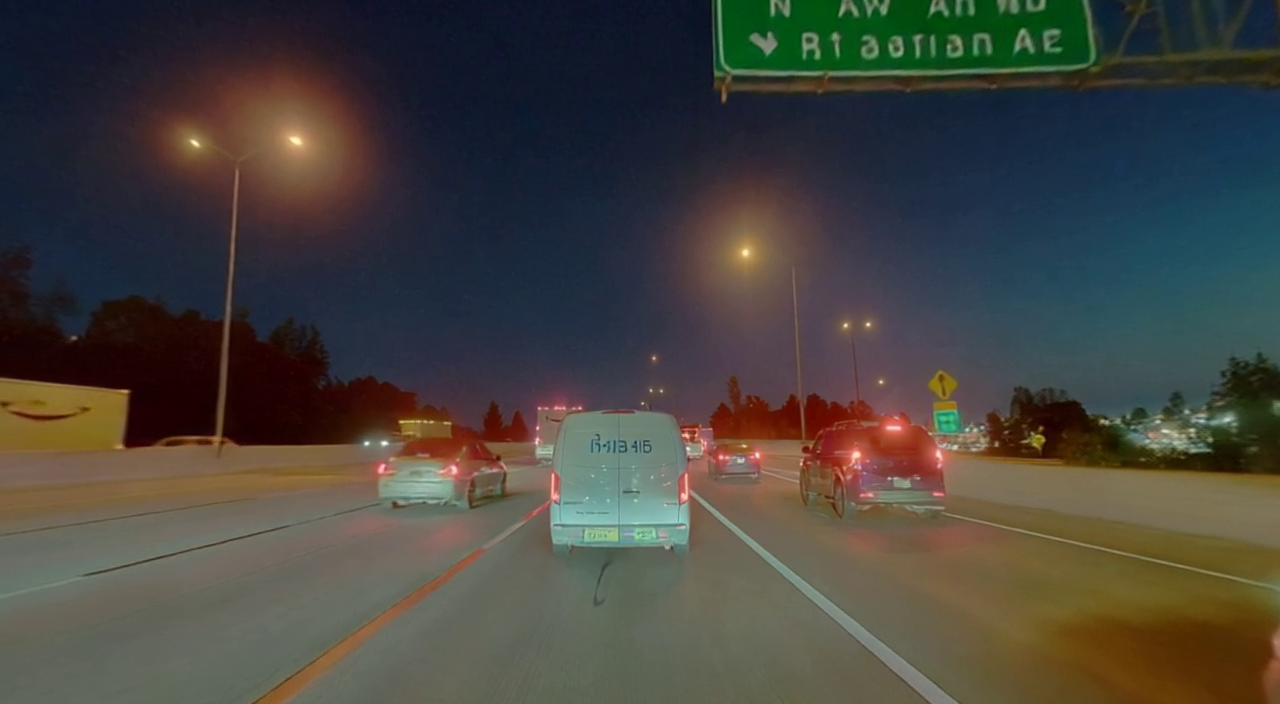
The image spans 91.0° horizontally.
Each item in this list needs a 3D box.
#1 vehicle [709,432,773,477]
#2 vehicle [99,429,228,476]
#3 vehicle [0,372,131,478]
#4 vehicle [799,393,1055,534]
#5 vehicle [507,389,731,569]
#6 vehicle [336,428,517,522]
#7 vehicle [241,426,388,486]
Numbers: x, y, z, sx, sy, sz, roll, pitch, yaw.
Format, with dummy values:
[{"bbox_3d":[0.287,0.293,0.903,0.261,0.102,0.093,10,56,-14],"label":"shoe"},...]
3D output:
[{"bbox_3d":[4.183,4.351,26.868,2.064,1.720,4.416,0,-8,1],"label":"vehicle"},{"bbox_3d":[-15.833,3.351,21.158,1.578,1.432,3.491,0,-9,0],"label":"vehicle"},{"bbox_3d":[-22.979,2.529,21.703,3.003,3.521,9.197,0,-9,1],"label":"vehicle"},{"bbox_3d":[4.794,1.990,11.741,2.179,1.999,5.331,1,-9,-1],"label":"vehicle"},{"bbox_3d":[-0.205,1.627,8.732,2.287,1.823,4.369,0,-9,0],"label":"vehicle"},{"bbox_3d":[-3.913,2.328,12.494,1.983,1.496,4.371,0,-8,1],"label":"vehicle"},{"bbox_3d":[-10.397,3.365,20.657,2.191,1.708,4.784,0,-8,1],"label":"vehicle"}]
